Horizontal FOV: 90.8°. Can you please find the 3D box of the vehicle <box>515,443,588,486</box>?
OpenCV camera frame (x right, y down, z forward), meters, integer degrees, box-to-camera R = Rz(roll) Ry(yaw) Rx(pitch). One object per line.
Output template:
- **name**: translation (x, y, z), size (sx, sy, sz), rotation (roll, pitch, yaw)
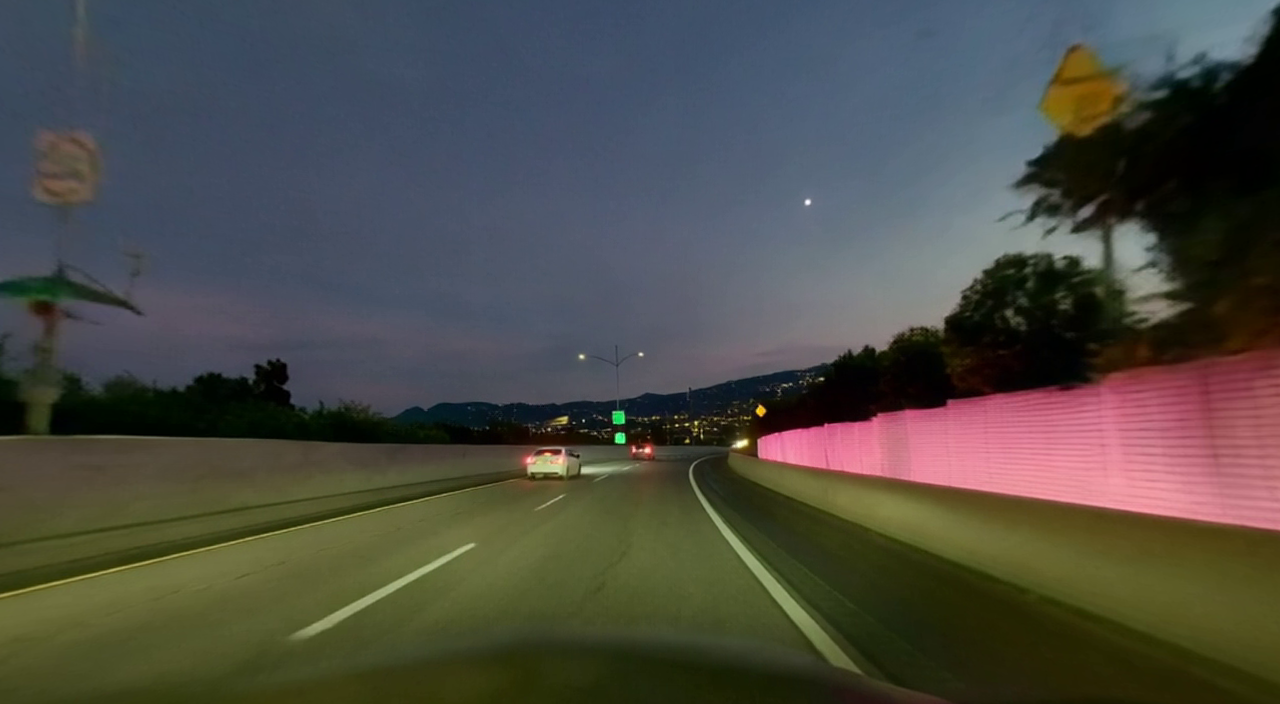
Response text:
- **vehicle**: translation (-3.137, 4.082, 23.206), size (1.746, 1.405, 4.339), rotation (-1, -9, 4)
